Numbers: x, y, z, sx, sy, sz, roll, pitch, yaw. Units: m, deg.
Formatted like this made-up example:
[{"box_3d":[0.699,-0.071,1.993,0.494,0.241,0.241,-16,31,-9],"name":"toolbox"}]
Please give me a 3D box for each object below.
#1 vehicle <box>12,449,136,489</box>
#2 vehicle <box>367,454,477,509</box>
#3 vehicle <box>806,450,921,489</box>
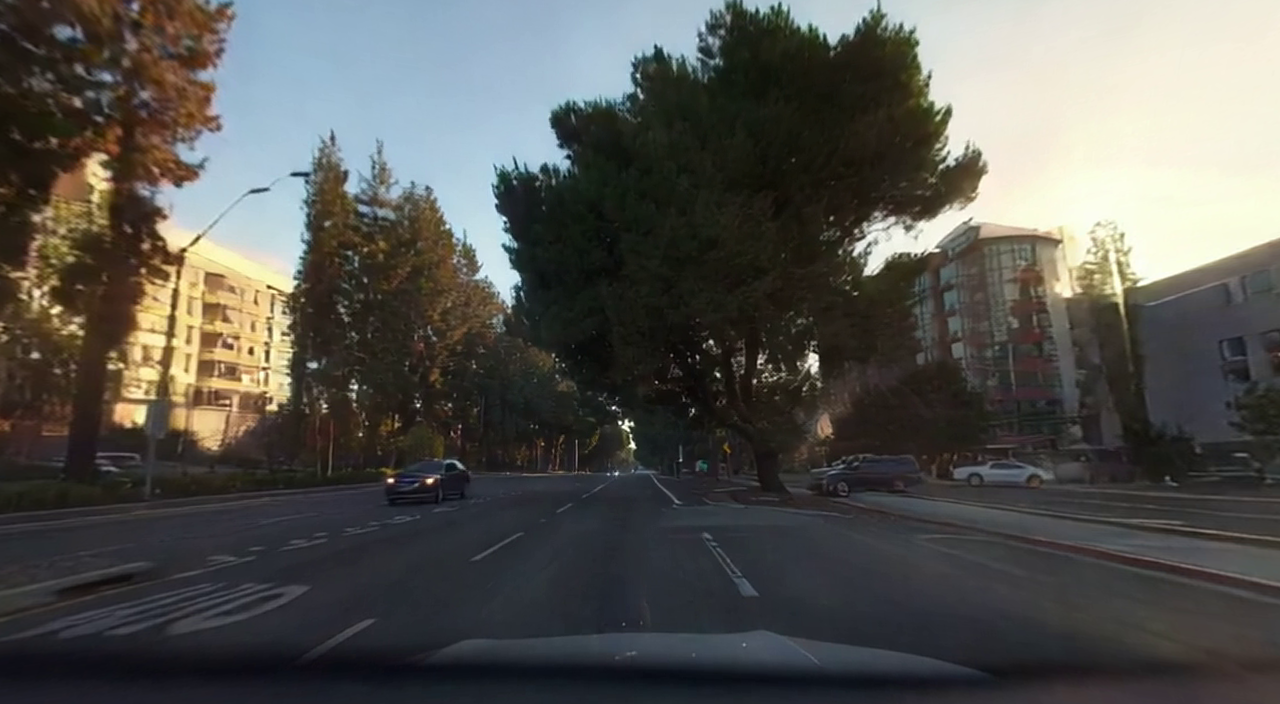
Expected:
[{"box_3d":[-27.578,5.748,30.714,3.770,1.737,2.102,1,-15,-1],"name":"vehicle"},{"box_3d":[-7.596,4.531,22.432,2.220,1.681,4.633,0,-9,0],"name":"vehicle"},{"box_3d":[11.055,5.830,31.320,4.903,1.831,2.098,0,-9,2],"name":"vehicle"}]
